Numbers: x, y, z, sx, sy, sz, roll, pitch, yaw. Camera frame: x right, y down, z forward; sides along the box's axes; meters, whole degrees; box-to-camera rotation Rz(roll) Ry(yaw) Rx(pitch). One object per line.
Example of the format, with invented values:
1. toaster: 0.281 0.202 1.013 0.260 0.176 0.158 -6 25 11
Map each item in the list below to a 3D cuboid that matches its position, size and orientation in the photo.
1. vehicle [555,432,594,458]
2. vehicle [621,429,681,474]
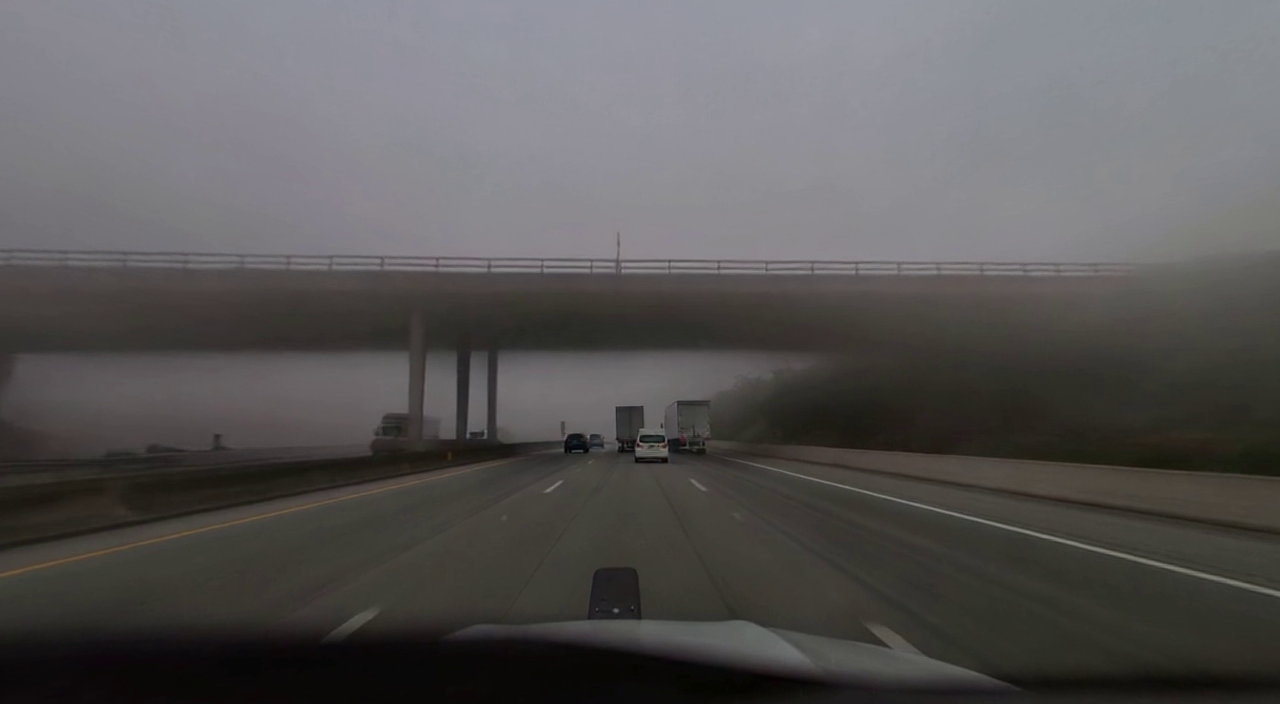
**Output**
1. vehicle: -4.065 5.805 39.649 1.979 1.527 4.754 0 -8 -1
2. vehicle: 0.324 3.678 23.507 2.059 1.522 3.693 0 -8 -1
